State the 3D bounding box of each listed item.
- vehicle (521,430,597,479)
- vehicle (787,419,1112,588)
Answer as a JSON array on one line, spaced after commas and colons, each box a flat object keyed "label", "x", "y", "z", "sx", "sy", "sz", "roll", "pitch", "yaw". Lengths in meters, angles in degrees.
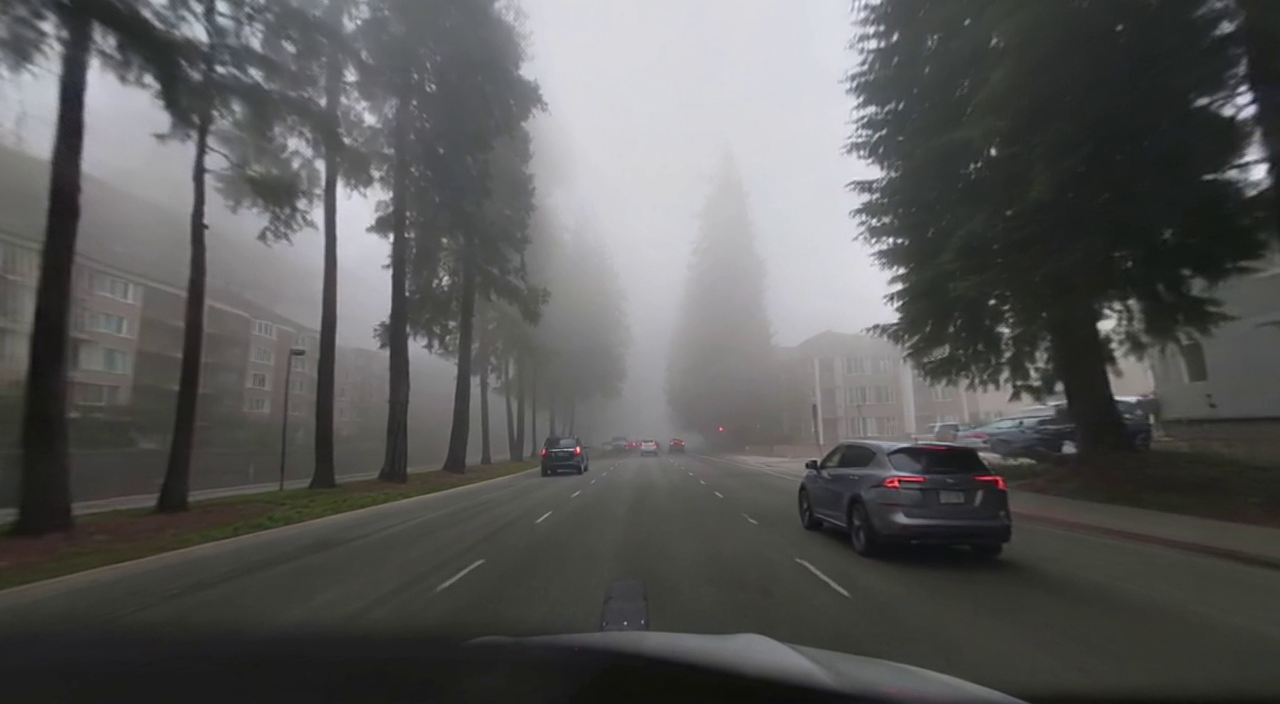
[{"label": "vehicle", "x": -3.218, "y": 4.201, "z": 26.177, "sx": 2.216, "sy": 1.828, "sz": 4.886, "roll": -1, "pitch": -8, "yaw": 3}, {"label": "vehicle", "x": 3.354, "y": 1.710, "z": 8.009, "sx": 1.945, "sy": 1.530, "sz": 4.320, "roll": 0, "pitch": -8, "yaw": 0}]
